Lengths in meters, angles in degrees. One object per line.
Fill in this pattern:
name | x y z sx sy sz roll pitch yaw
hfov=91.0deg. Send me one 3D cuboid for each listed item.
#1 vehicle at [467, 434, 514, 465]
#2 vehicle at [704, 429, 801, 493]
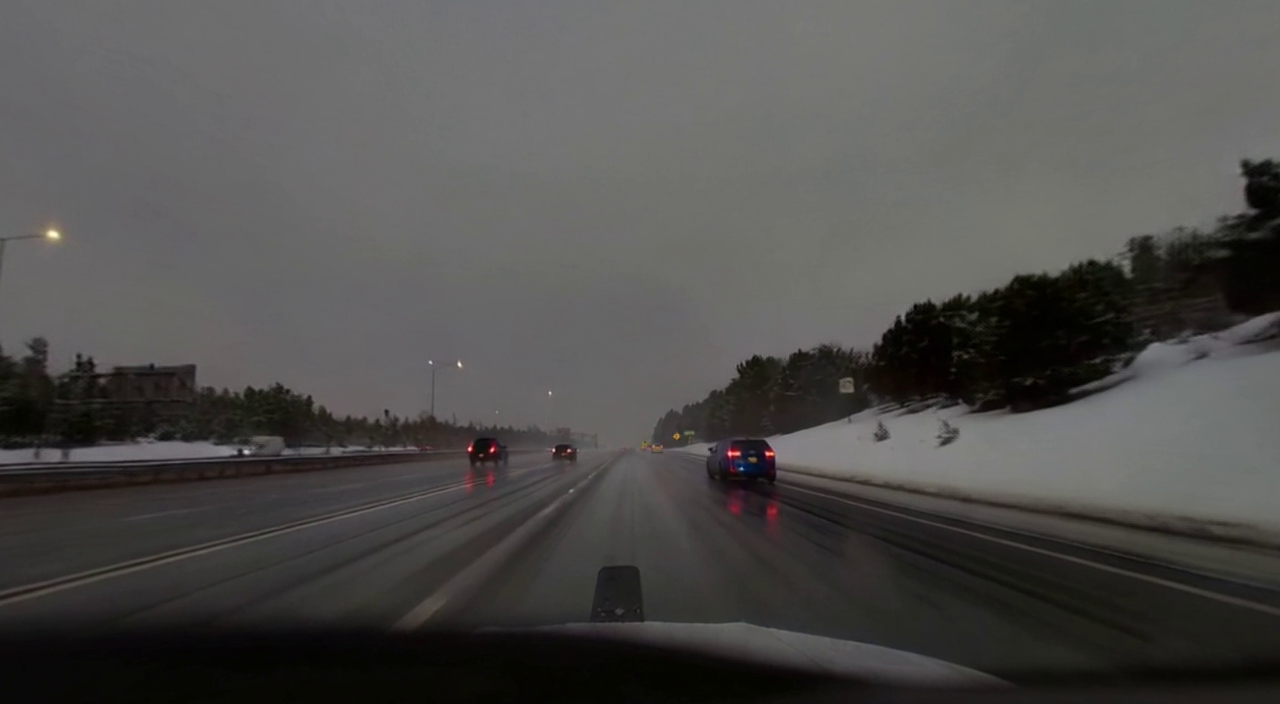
vehicle | -11.244 7.383 47.677 2.261 2.230 5.435 0 -9 0
vehicle | 3.579 3.594 21.098 2.184 1.892 4.763 0 -8 -2
